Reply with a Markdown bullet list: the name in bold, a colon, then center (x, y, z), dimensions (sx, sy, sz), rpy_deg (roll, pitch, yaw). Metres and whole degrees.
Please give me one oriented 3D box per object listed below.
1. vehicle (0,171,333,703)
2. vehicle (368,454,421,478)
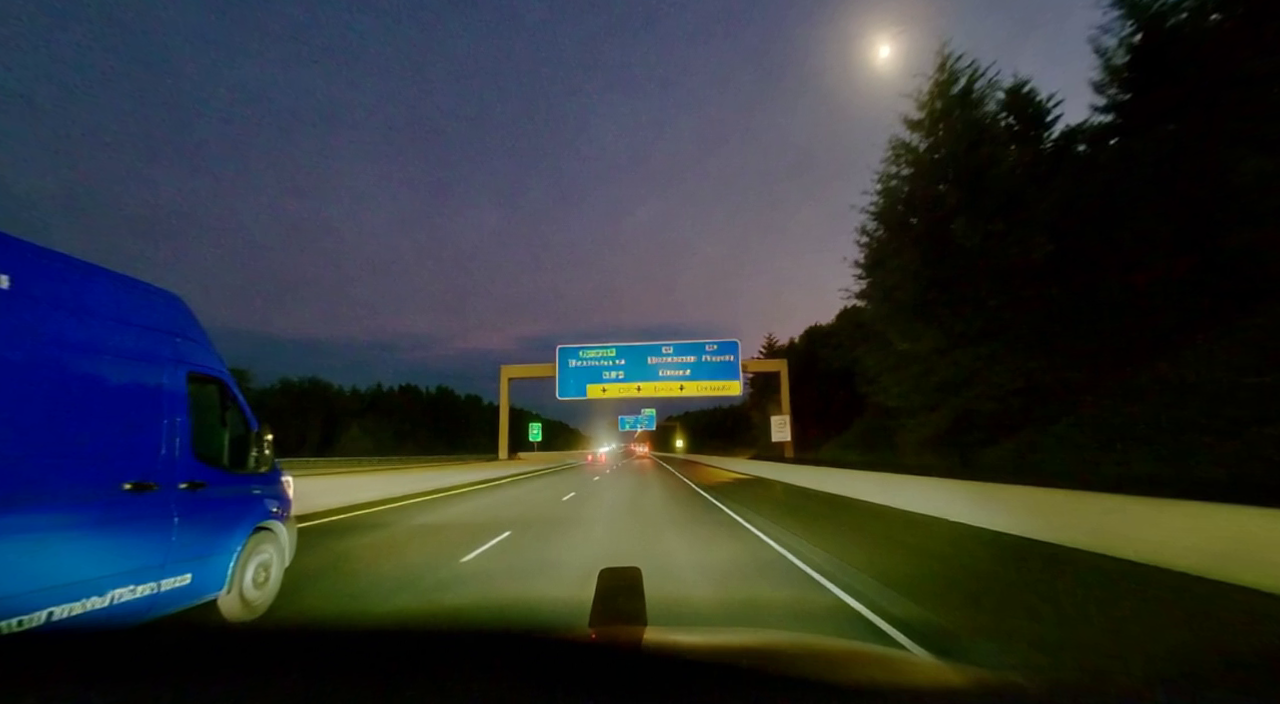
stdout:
- **vehicle**: center (-4.177, 0.418, 2.552), dimensions (2.320, 2.636, 7.021), rpy_deg (0, -9, 0)
- **vehicle**: center (-16.541, 7.700, 42.706), dimensions (1.840, 1.455, 4.357), rpy_deg (0, -9, 0)
